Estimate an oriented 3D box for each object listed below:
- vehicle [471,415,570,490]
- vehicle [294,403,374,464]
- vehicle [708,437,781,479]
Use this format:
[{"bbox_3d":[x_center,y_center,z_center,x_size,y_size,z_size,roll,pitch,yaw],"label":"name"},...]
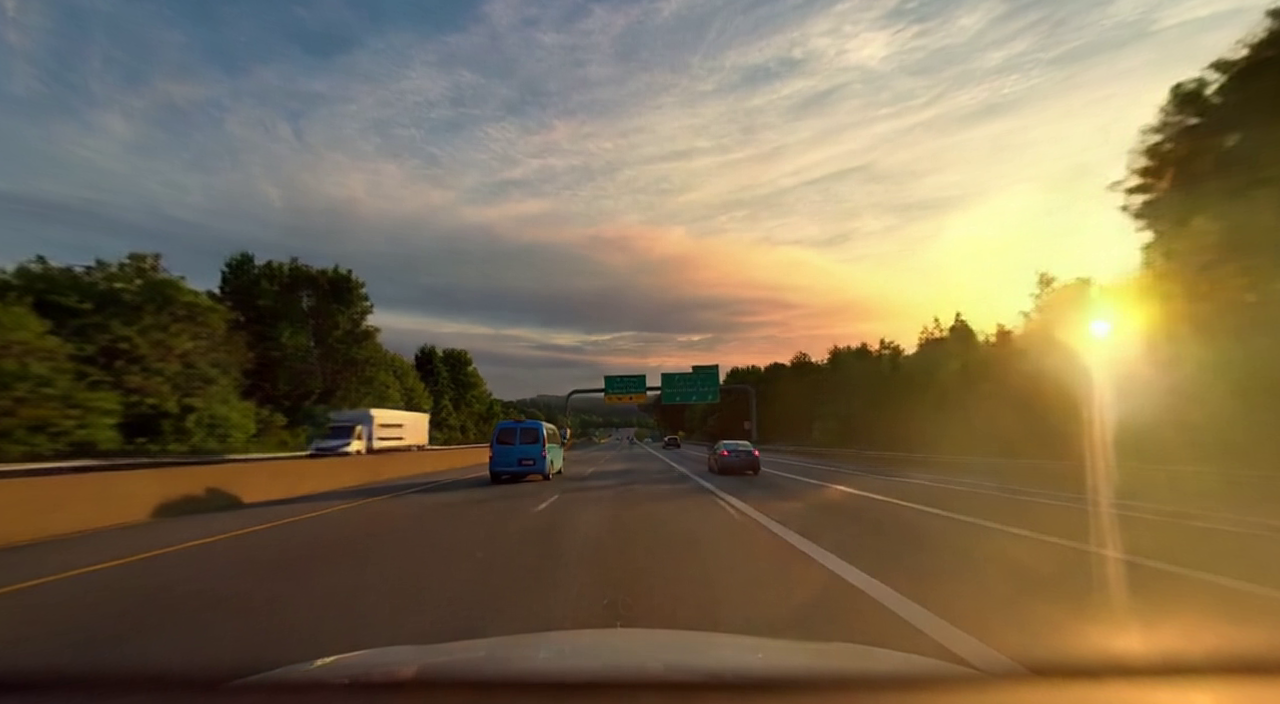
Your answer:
[{"bbox_3d":[-3.563,3.113,19.924,2.275,2.053,5.082,1,-8,-2],"label":"vehicle"},{"bbox_3d":[-20.314,5.458,42.150,2.937,3.848,4.375,0,-8,0],"label":"vehicle"},{"bbox_3d":[3.907,4.006,24.240,2.020,1.464,3.803,1,-8,-2],"label":"vehicle"}]
